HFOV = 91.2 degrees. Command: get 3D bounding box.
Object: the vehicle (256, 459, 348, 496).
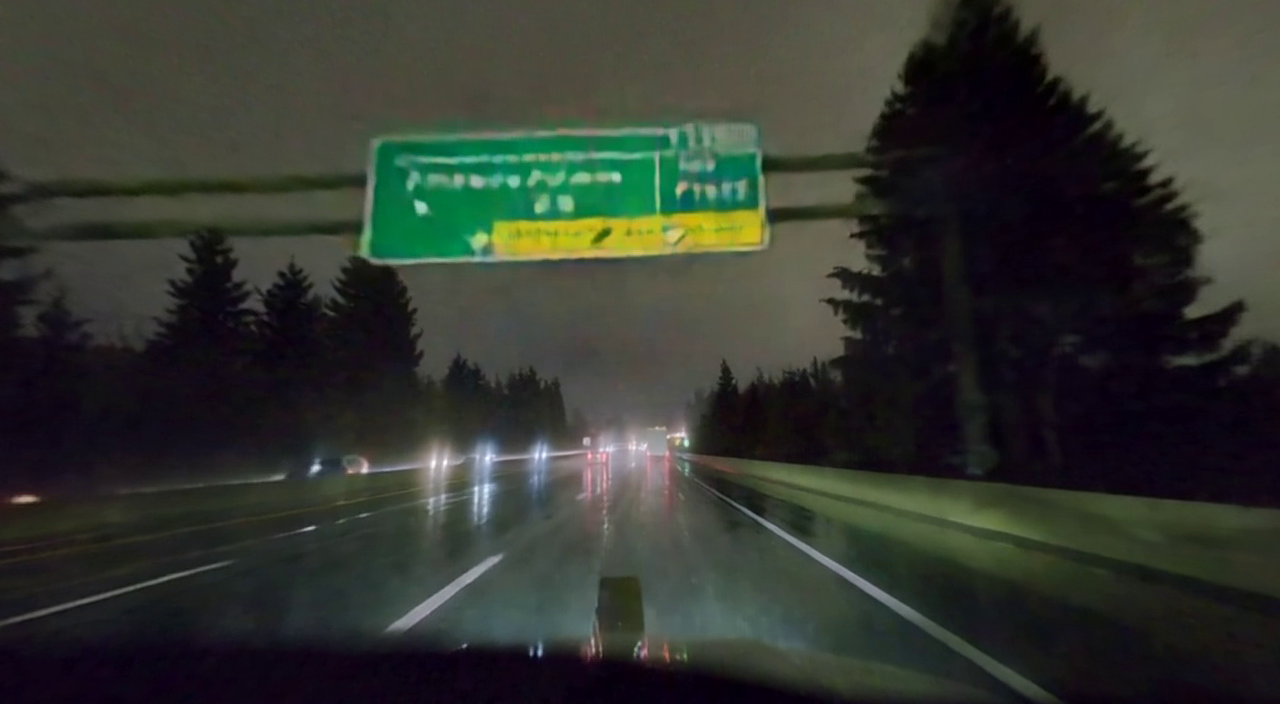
[{"bbox_3d":[-15.231,5.660,28.511,1.880,1.482,3.978,0,-9,1],"label":"vehicle"}]
